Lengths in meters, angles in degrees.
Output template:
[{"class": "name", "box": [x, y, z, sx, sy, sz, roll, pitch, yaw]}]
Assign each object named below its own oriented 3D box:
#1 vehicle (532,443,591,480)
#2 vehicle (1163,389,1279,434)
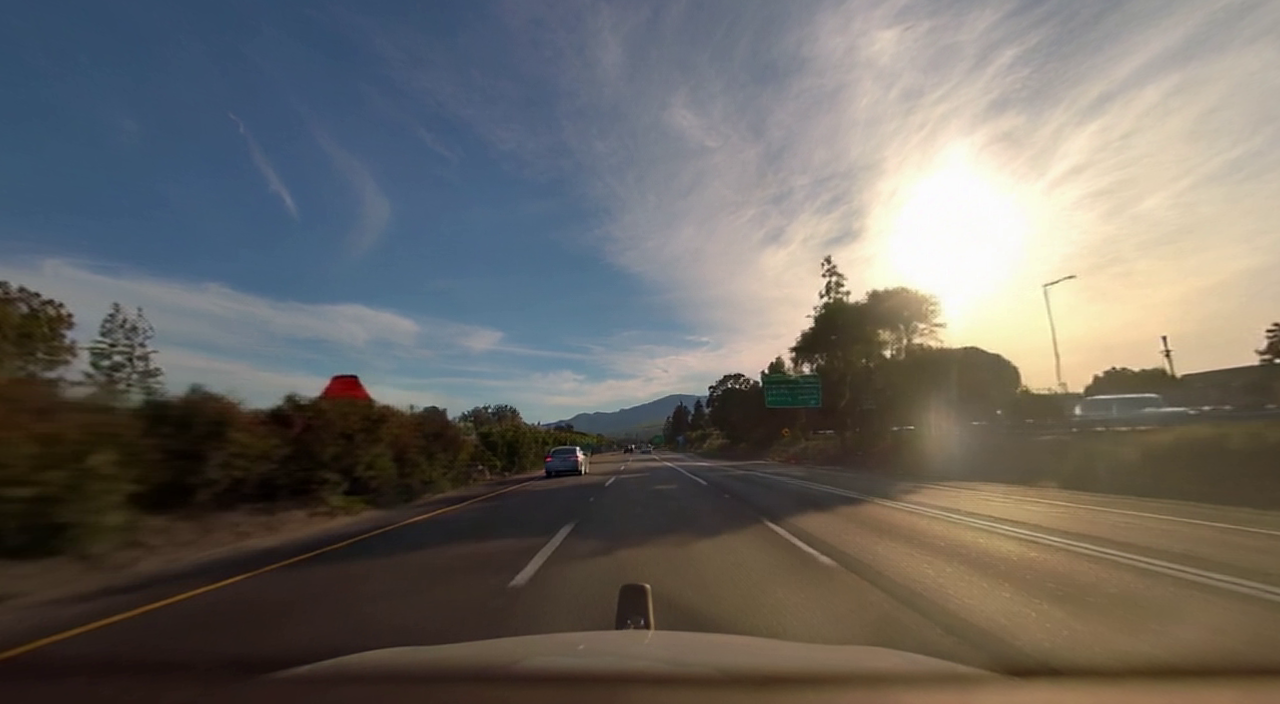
[{"class": "vehicle", "box": [-3.506, 4.966, 28.883, 2.021, 1.526, 4.385, 0, -8, 2]}, {"class": "vehicle", "box": [21.302, 2.146, 22.250, 4.015, 1.437, 1.908, -5, -10, 30]}]
